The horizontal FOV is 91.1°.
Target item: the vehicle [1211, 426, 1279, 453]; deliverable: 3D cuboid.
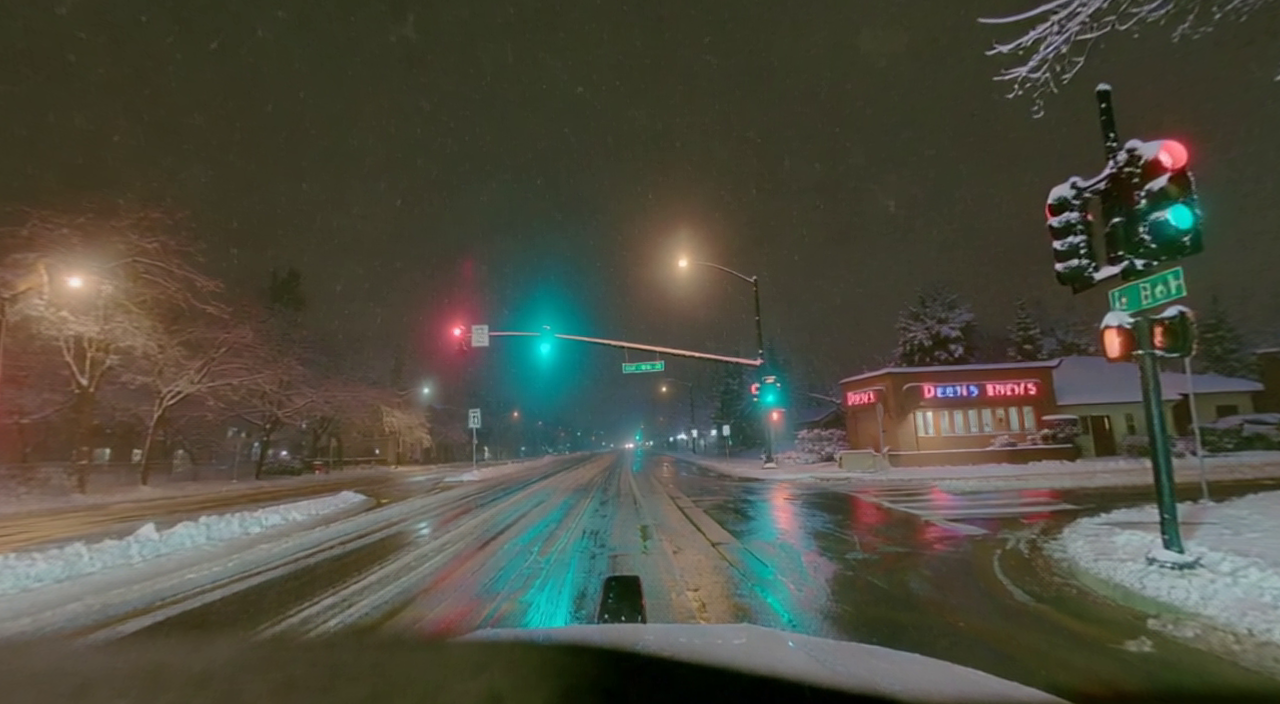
[{"bbox_3d":[35.306,4.907,35.256,4.493,1.453,1.849,0,-8,2],"label":"vehicle"}]
